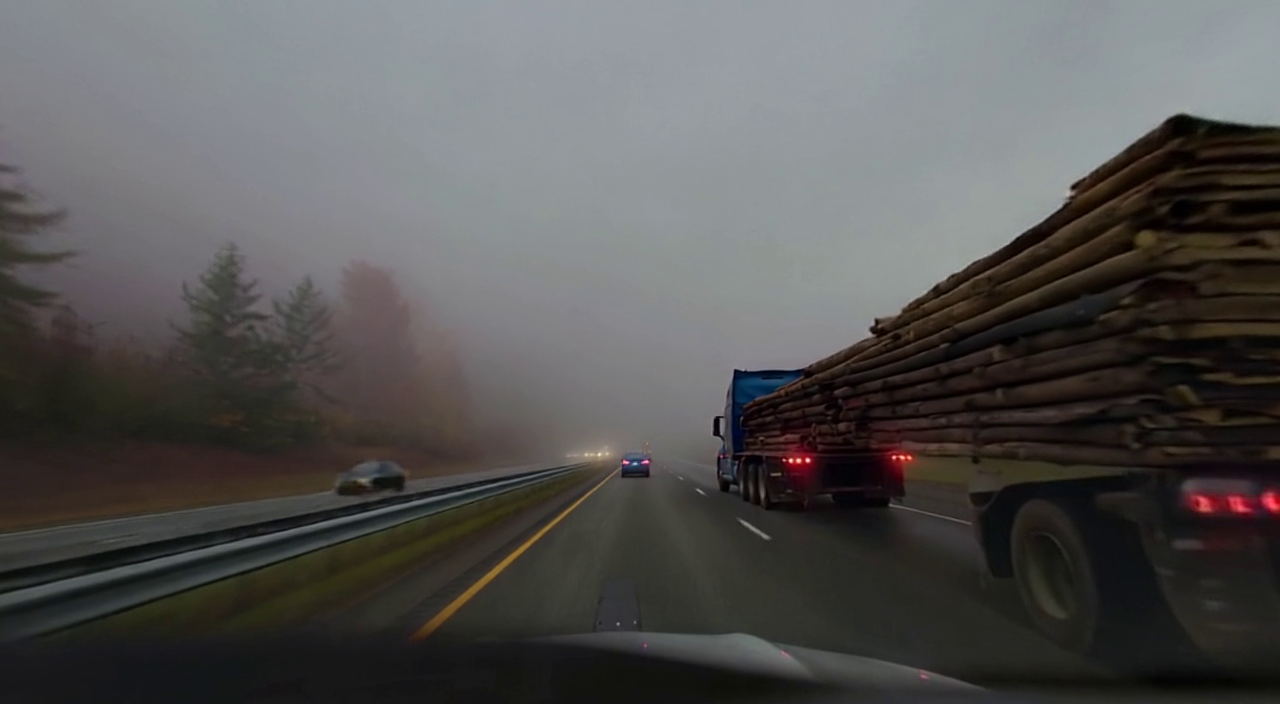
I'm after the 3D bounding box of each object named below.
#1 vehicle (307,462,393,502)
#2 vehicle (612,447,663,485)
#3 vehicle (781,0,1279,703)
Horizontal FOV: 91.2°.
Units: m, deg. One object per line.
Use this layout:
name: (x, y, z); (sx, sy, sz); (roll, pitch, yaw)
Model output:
vehicle: (-12.392, 5.561, 27.048); (1.810, 1.462, 3.899); (-1, -9, 0)
vehicle: (-0.105, 5.044, 28.031); (2.099, 1.506, 4.097); (0, -9, 0)
vehicle: (3.964, 0.320, 6.267); (3.004, 3.923, 8.363); (0, -9, -1)
